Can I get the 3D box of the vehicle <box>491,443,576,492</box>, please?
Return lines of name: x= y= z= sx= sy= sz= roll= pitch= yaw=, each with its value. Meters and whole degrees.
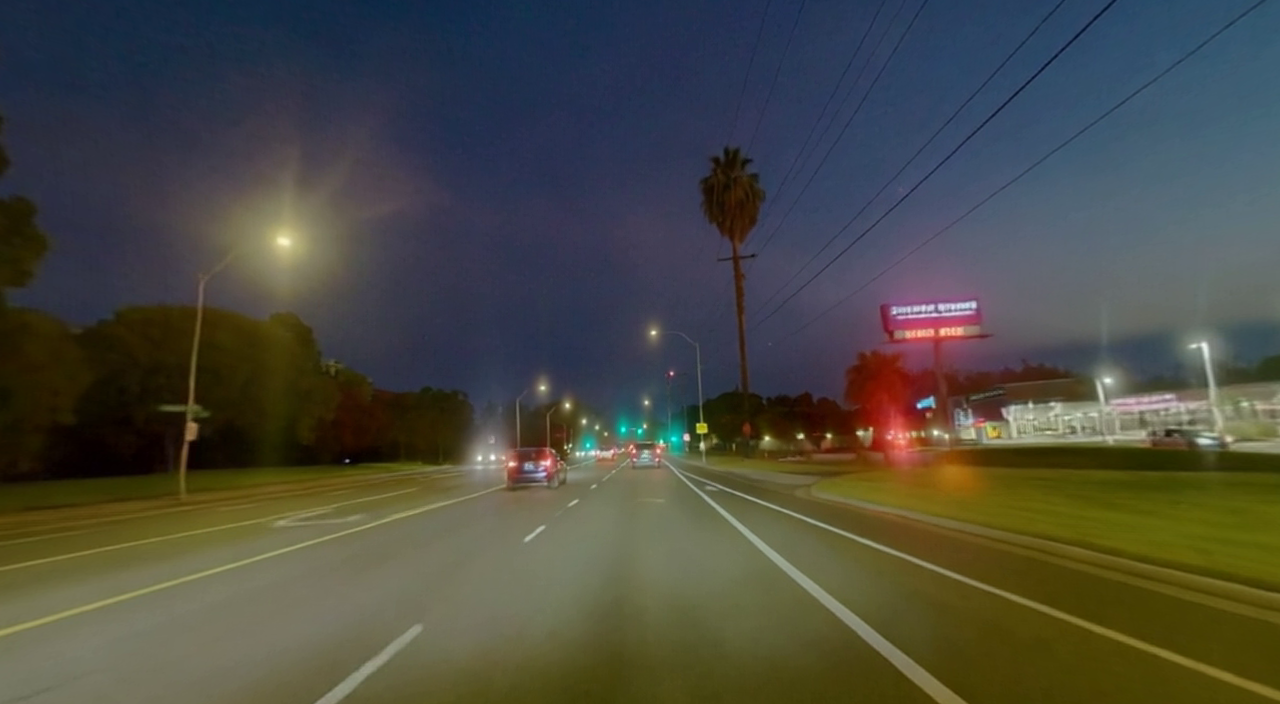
vehicle: x=-3.404 y=3.783 z=20.956 sx=1.982 sy=1.451 sz=4.152 roll=-1 pitch=-9 yaw=2

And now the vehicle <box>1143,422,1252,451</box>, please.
vehicle: x=32.067 y=4.937 z=36.484 sx=1.806 sy=1.552 sz=4.740 roll=0 pitch=-9 yaw=-3

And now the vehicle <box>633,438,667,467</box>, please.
vehicle: x=0.637 y=6.648 z=41.639 sx=2.155 sy=1.781 sz=3.977 roll=0 pitch=-9 yaw=0
